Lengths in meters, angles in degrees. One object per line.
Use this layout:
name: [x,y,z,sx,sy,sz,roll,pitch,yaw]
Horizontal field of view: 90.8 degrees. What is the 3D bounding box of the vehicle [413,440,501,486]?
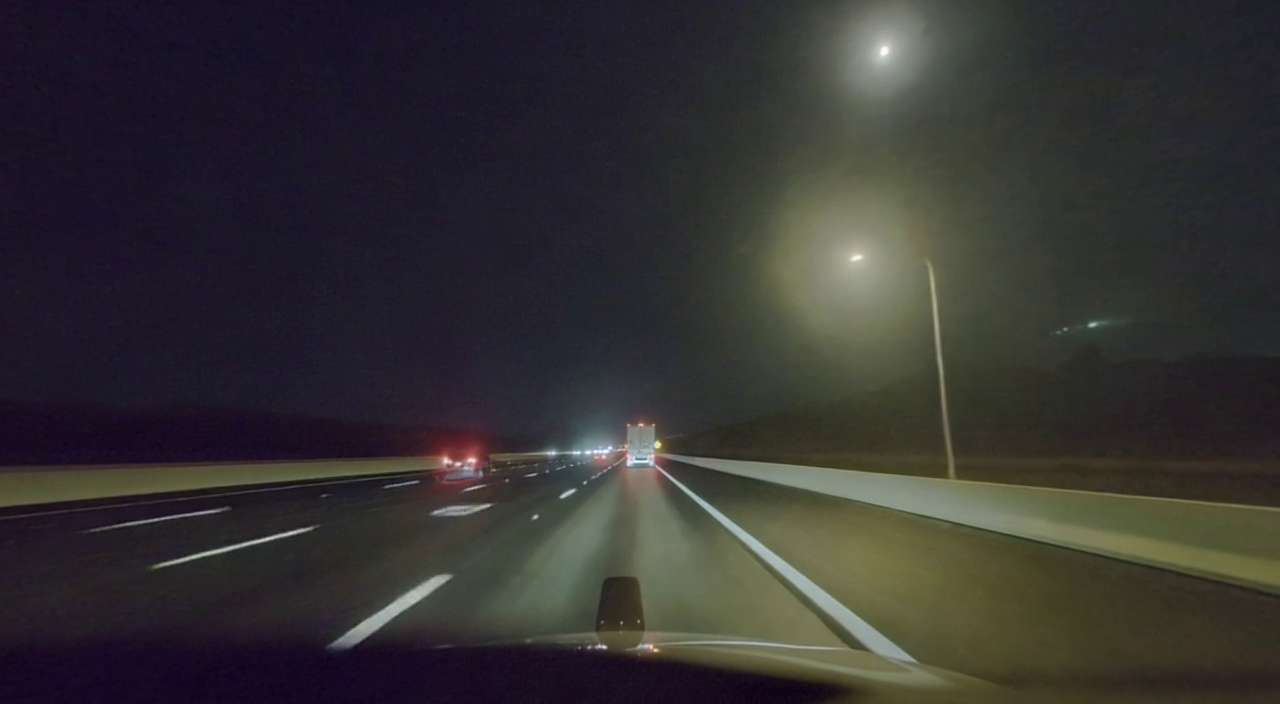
vehicle: [-7.312,4.510,25.804,2.067,1.676,4.789,0,-9,1]
